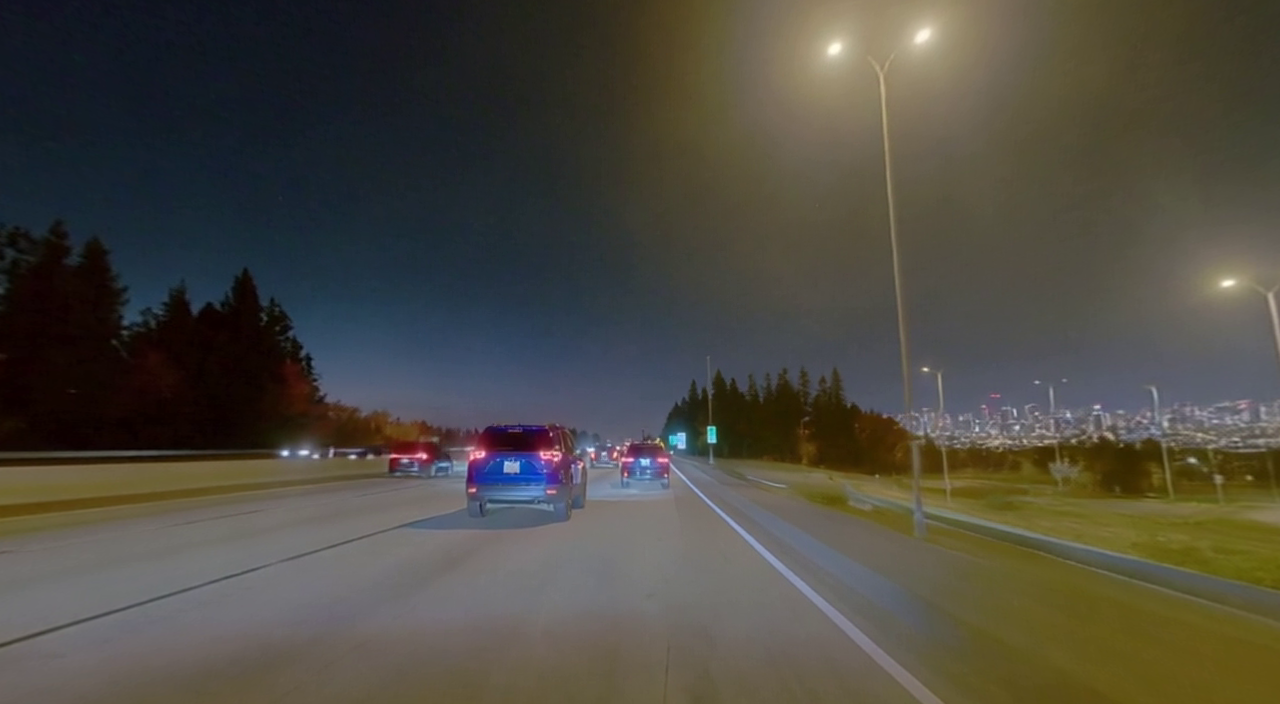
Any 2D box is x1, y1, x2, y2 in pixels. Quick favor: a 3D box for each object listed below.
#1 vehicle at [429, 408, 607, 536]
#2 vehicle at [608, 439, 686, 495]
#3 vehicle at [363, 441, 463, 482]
[{"bbox_3d":[-1.837,2.011,11.026,2.123,1.798,4.108,0,-9,3],"label":"vehicle"},{"bbox_3d":[0.237,3.406,18.953,2.068,1.488,4.045,0,-9,2],"label":"vehicle"},{"bbox_3d":[-8.960,4.356,25.367,2.126,1.480,4.589,0,-9,3],"label":"vehicle"}]
